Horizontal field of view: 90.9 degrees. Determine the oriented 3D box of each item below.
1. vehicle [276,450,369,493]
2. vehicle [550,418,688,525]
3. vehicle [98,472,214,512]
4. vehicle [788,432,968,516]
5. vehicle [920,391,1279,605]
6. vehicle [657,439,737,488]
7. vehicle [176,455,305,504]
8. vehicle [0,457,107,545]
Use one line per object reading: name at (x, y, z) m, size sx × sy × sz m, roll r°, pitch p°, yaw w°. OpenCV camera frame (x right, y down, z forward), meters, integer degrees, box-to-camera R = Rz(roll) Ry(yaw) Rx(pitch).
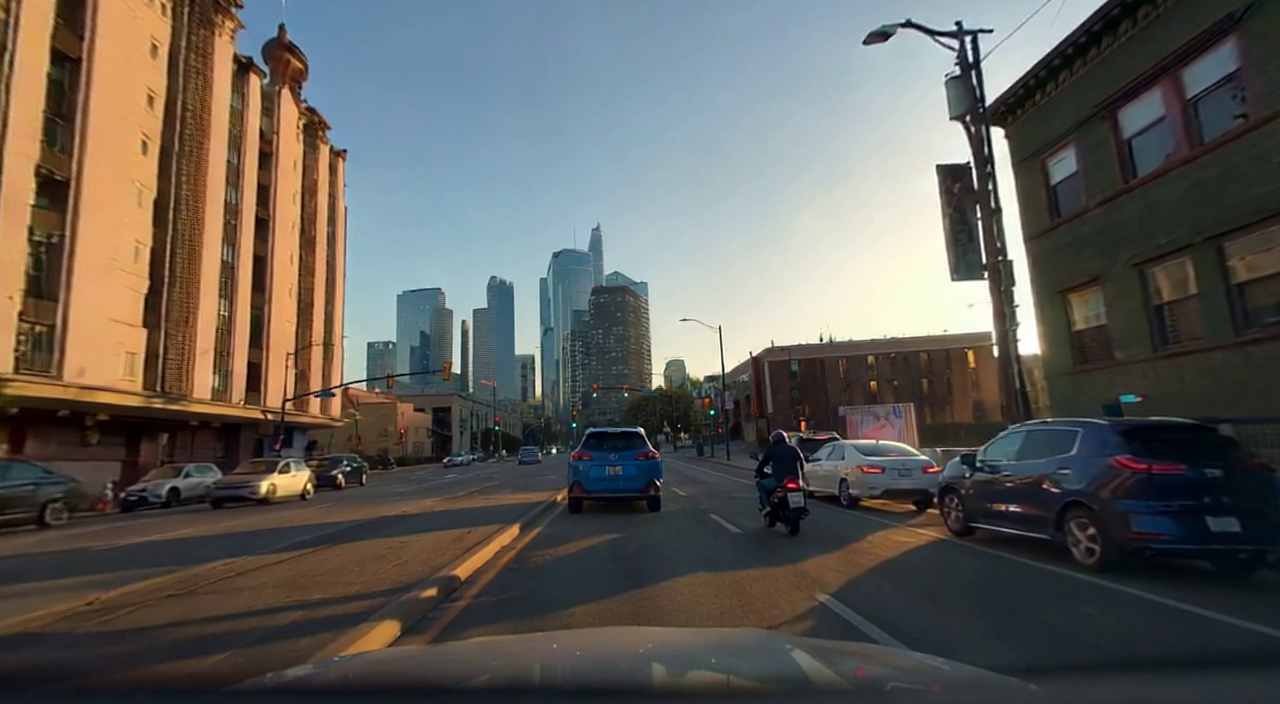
vehicle at (-15.086, 5.678, 30.367) m, size 2.267 × 1.831 × 4.702 m, roll 0°, pitch -9°, yaw -4°
vehicle at (-0.416, 2.290, 12.579) m, size 2.265 × 1.748 × 4.130 m, roll 0°, pitch -9°, yaw -2°
vehicle at (-21.929, 6.322, 28.812) m, size 1.983 × 1.474 × 4.364 m, roll 0°, pitch -9°, yaw -3°
vehicle at (4.958, 2.608, 14.001) m, size 2.012 × 1.532 × 4.565 m, roll 0°, pitch -9°, yaw -3°
vehicle at (5.336, 1.488, 7.269) m, size 2.094 × 1.719 × 4.150 m, roll 0°, pitch -9°, yaw -3°
vehicle at (1.835, 3.783, 21.726) m, size 2.101 × 1.507 × 4.355 m, roll 0°, pitch -9°, yaw -3°
vehicle at (-18.336, 5.850, 29.470) m, size 2.400 × 1.913 × 6.066 m, roll 0°, pitch -9°, yaw -4°
vehicle at (-13.798, 3.039, 12.810) m, size 1.880 × 1.702 × 4.719 m, roll 0°, pitch -9°, yaw -2°
